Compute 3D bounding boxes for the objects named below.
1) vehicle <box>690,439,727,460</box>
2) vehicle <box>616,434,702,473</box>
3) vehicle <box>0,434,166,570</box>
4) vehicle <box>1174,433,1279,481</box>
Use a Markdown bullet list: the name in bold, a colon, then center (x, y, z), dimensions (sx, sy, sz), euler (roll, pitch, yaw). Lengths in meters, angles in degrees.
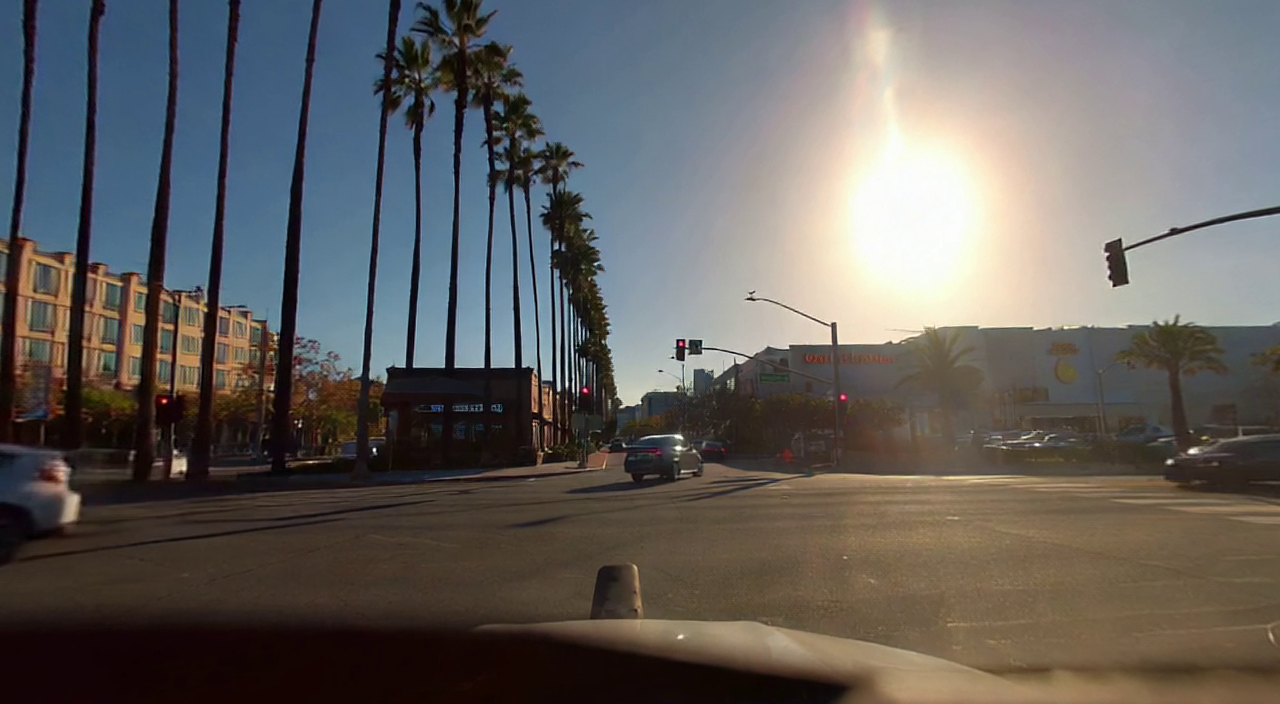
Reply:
- **vehicle**: center (5.141, 7.385, 47.745), dimensions (1.890, 1.572, 3.826), euler (1, -9, -7)
- **vehicle**: center (0.991, 4.731, 29.598), dimensions (1.999, 1.653, 4.603), euler (-5, -10, 32)
- **vehicle**: center (-8.253, 1.699, 7.180), dimensions (1.828, 1.512, 4.035), euler (-5, -10, 30)
- **vehicle**: center (23.498, 3.926, 23.631), dimensions (4.722, 1.717, 2.000), euler (-3, -9, 17)
